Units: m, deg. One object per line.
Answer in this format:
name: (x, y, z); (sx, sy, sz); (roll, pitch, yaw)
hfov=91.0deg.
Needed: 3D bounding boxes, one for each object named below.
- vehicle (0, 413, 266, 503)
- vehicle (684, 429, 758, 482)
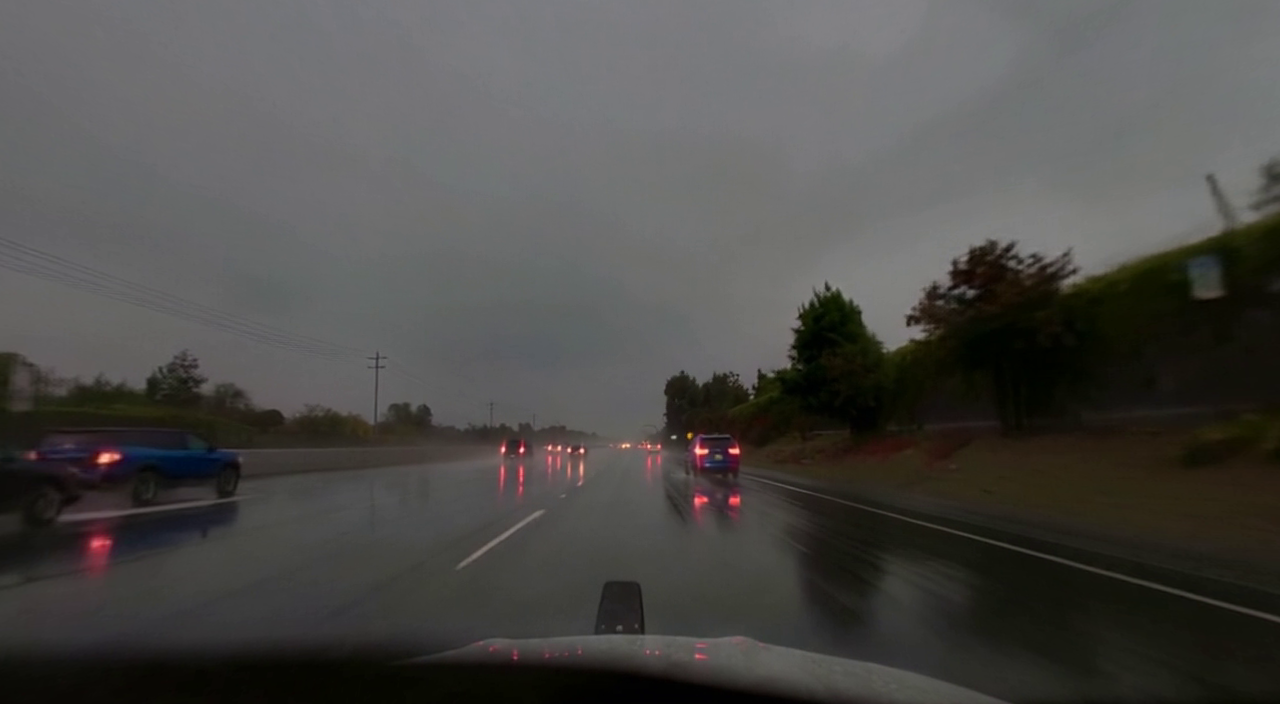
vehicle: (-14.882, 3.183, 19.349); (2.736, 2.262, 6.533); (0, -8, 0)
vehicle: (3.095, 4.124, 25.246); (2.184, 1.892, 4.763); (0, -8, -2)
